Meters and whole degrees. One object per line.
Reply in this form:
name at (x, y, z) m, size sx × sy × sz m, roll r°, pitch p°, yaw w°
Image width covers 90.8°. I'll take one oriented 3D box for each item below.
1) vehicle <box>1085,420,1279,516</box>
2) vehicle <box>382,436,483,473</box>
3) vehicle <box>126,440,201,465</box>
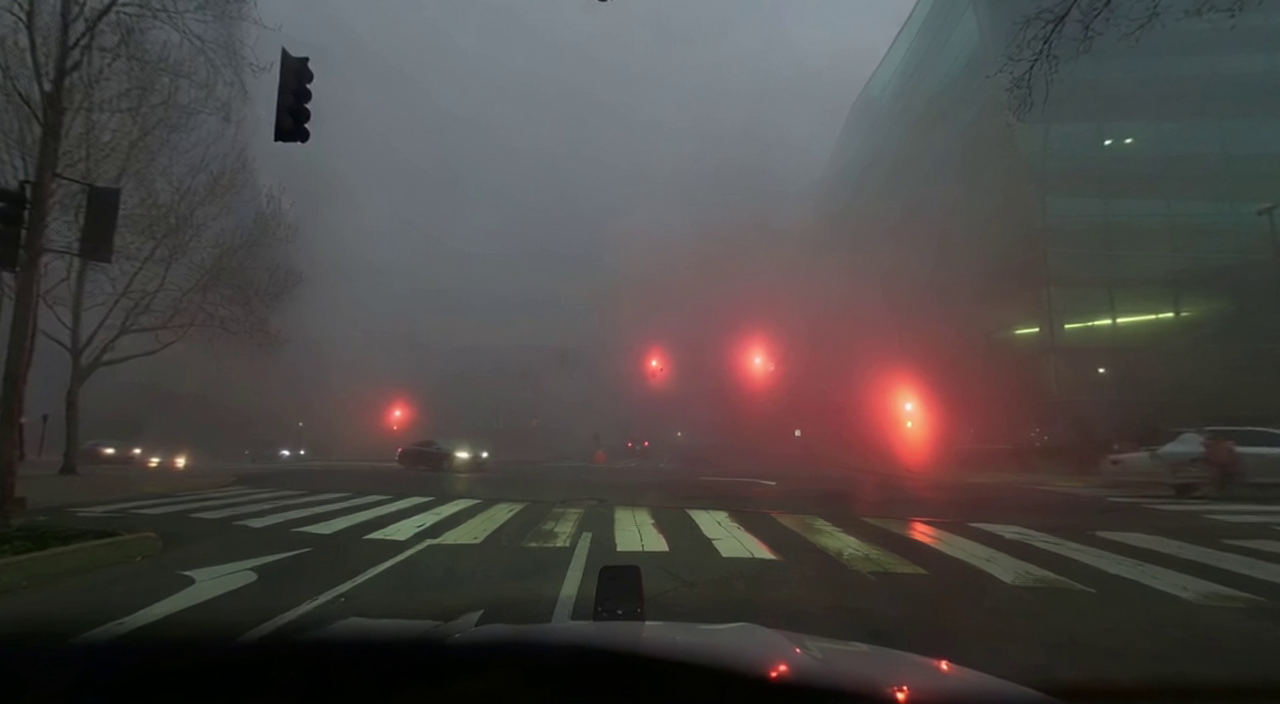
vehicle at (12.232, 2.328, 12.927) m, size 4.849 × 1.766 × 2.080 m, roll -7°, pitch -11°, yaw 38°
vehicle at (-9.728, 4.776, 29.524) m, size 4.698 × 1.609 × 1.975 m, roll -6°, pitch -10°, yaw 34°
vehicle at (-30.089, 6.337, 39.854) m, size 4.798 × 1.461 × 1.939 m, roll -5°, pitch -10°, yaw 30°
